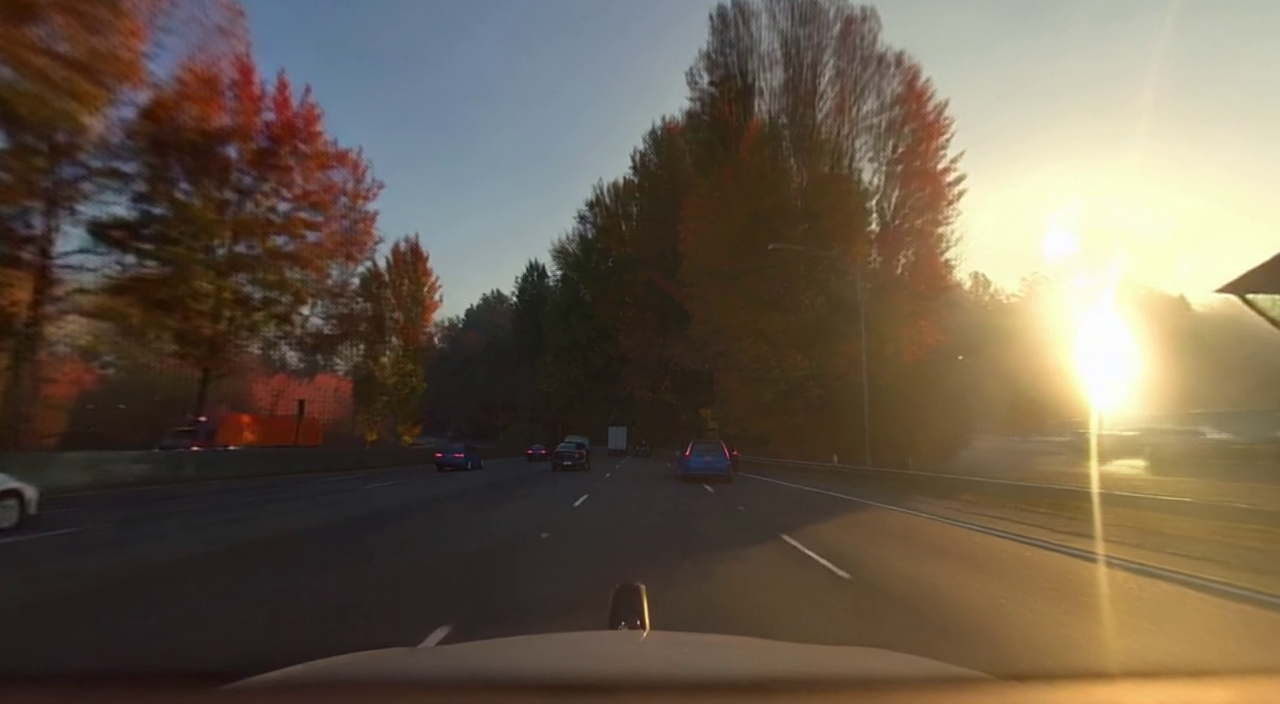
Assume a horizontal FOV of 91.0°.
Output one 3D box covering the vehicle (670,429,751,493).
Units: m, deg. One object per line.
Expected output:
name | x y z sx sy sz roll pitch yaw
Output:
vehicle | 2.052 3.345 19.661 2.101 1.742 4.495 0 -9 1

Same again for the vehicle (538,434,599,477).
vehicle | -3.058 4.572 28.026 2.111 1.742 4.315 0 -9 1

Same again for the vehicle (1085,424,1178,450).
vehicle | 30.655 5.344 39.367 4.084 1.551 1.971 0 -9 0

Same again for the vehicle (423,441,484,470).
vehicle | -10.702 5.962 36.484 2.006 1.509 4.634 0 -9 1

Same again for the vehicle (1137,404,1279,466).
vehicle | 19.217 2.647 20.436 4.404 1.763 1.928 -3 -7 -1

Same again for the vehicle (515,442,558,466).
vehicle | -6.986 6.954 43.098 2.057 1.496 4.661 0 -9 1
